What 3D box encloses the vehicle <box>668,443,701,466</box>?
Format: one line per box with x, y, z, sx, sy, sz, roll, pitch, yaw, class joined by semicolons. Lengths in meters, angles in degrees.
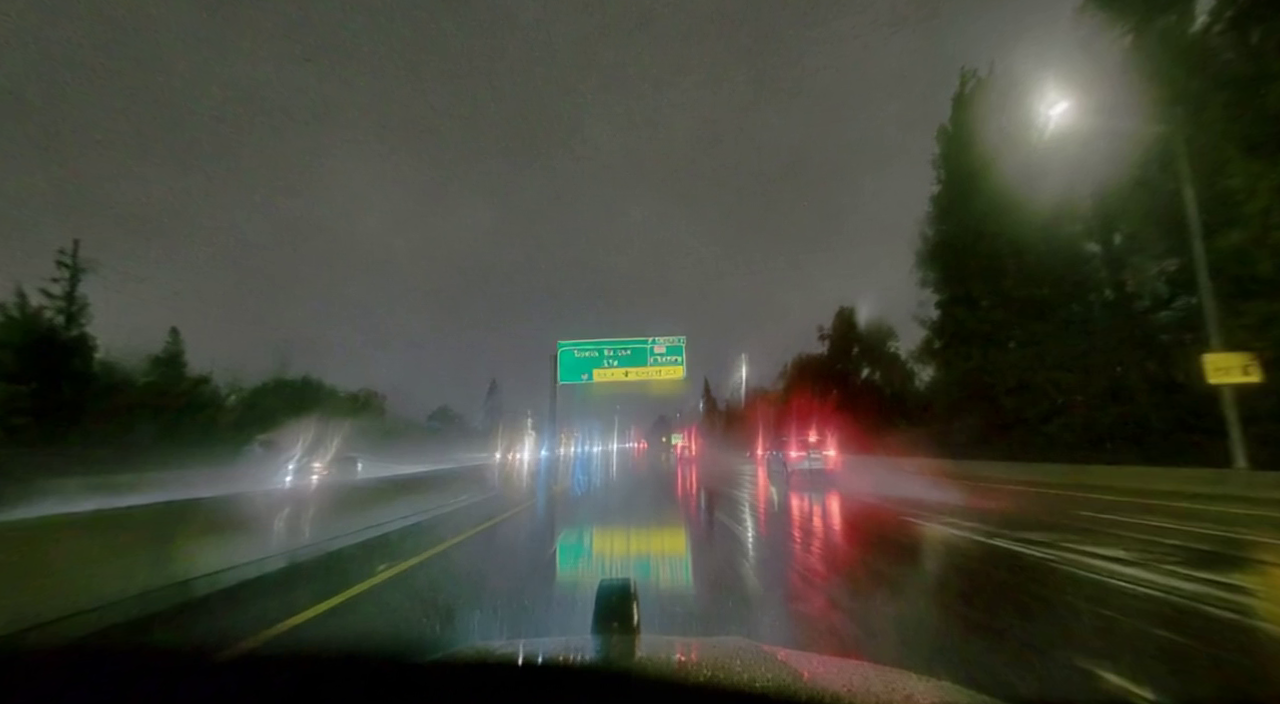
3.202;7.518;46.640;2.018;1.600;4.121;0;-9;-2;vehicle

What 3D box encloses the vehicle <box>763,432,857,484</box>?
6.671;4.224;25.547;2.244;1.858;5.414;0;-9;-1;vehicle
